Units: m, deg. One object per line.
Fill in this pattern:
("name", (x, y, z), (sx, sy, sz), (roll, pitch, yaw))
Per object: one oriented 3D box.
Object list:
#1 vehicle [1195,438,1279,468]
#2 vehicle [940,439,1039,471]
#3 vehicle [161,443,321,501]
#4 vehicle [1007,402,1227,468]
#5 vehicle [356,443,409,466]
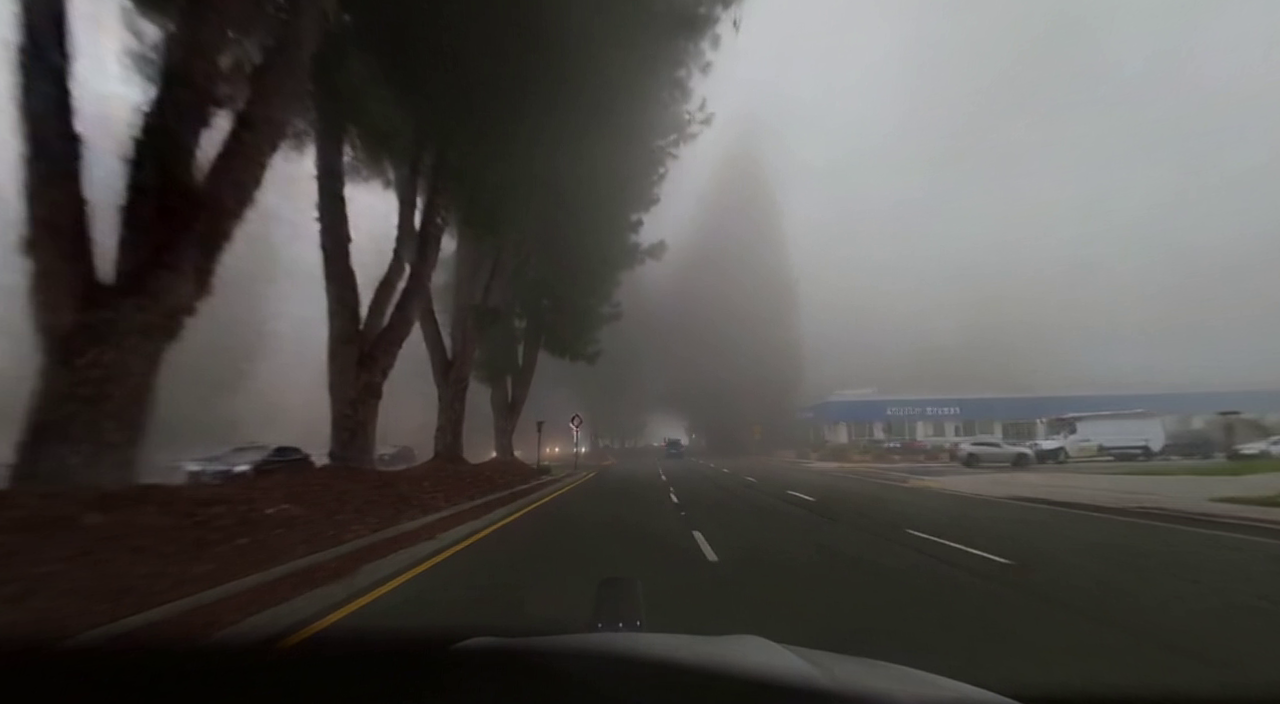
("vehicle", (31.044, 5.054, 31.613), (4.610, 1.452, 2.009), (0, -9, -1))
("vehicle", (18.754, 5.505, 33.934), (4.319, 1.624, 1.988), (2, -9, -13))
("vehicle", (-11.271, 3.377, 18.286), (1.822, 1.444, 4.338), (0, -9, -1))
("vehicle", (30.071, 5.249, 40.134), (11.456, 3.682, 3.010), (-2, -7, -2))
("vehicle", (-17.965, 7.174, 44.301), (1.881, 1.507, 4.234), (-1, -9, 2))
